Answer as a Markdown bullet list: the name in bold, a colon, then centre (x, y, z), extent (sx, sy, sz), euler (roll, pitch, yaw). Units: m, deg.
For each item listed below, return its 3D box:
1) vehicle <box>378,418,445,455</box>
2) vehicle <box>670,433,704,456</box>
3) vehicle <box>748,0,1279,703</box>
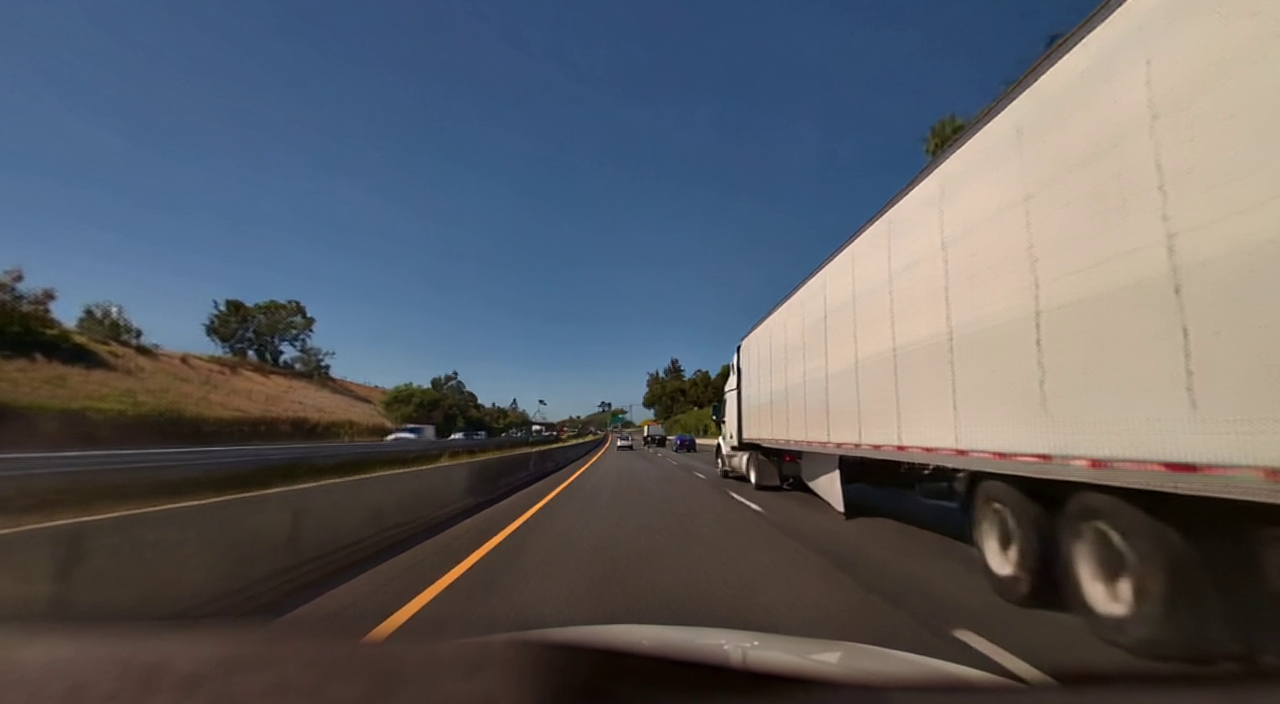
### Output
- **vehicle**: centre (-13.186, 4.911, 36.740), extent (2.066, 1.982, 5.059), euler (0, -7, -1)
- **vehicle**: centre (3.147, 6.271, 42.811), extent (1.813, 1.454, 4.197), euler (0, -7, -2)
- **vehicle**: centre (4.158, 0.241, 7.546), extent (2.965, 4.033, 14.299), euler (0, -7, -1)
